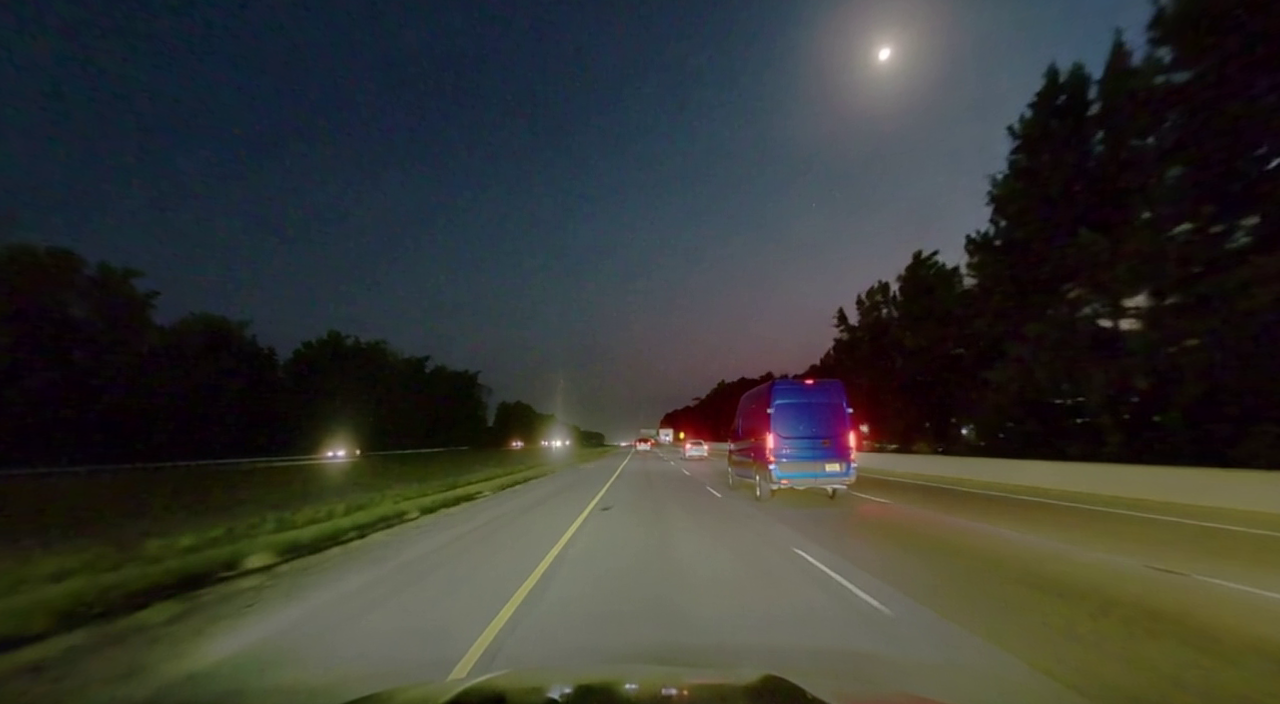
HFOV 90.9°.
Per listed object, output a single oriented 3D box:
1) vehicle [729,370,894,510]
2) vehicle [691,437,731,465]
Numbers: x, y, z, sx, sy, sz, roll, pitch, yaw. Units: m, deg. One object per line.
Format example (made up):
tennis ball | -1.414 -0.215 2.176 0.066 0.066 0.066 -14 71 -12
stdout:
vehicle | 3.690 2.107 15.085 2.302 2.670 5.912 0 -8 1
vehicle | 4.453 6.265 40.180 2.034 1.651 4.342 0 -8 0
